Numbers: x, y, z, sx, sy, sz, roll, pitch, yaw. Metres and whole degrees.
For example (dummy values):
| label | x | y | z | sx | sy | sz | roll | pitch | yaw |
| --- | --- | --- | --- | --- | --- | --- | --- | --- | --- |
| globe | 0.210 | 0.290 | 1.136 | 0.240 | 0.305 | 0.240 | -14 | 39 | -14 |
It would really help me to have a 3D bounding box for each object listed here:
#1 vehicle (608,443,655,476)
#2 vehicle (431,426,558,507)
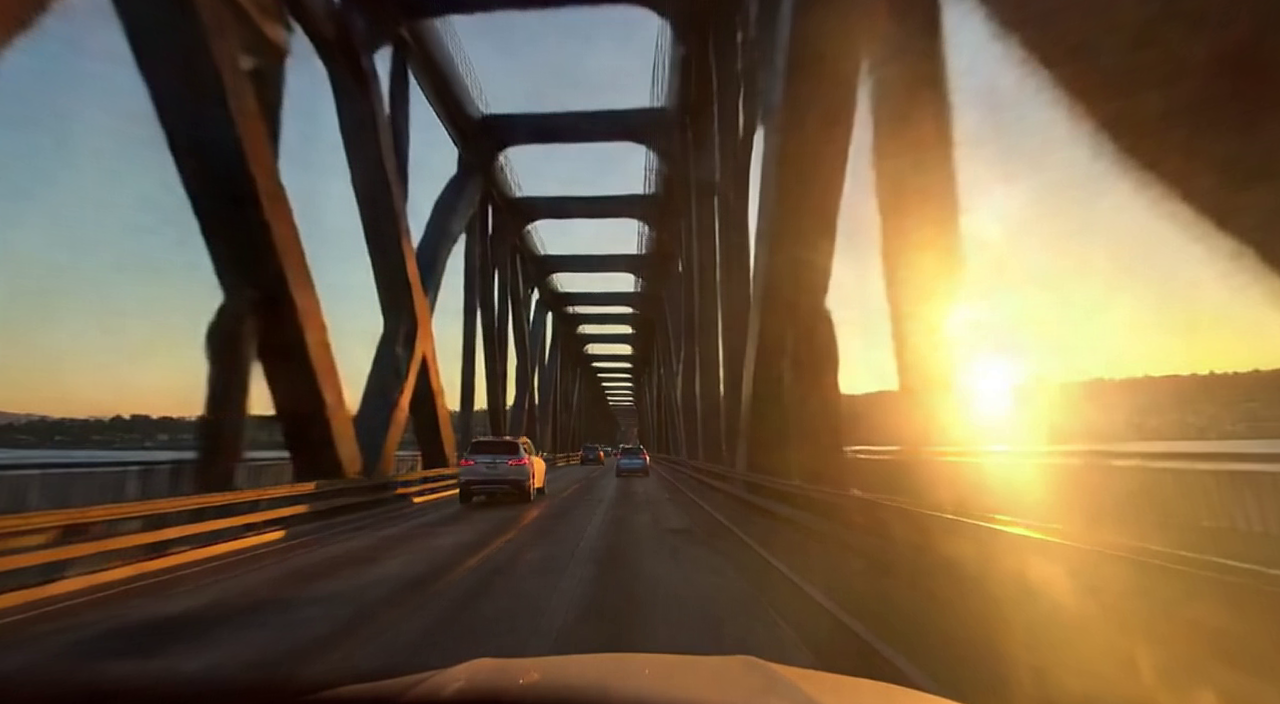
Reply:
| label | x | y | z | sx | sy | sz | roll | pitch | yaw |
| --- | --- | --- | --- | --- | --- | --- | --- | --- | --- |
| vehicle | -0.400 | 5.064 | 29.973 | 2.048 | 1.450 | 3.973 | 0 | -9 | -1 |
| vehicle | -3.636 | 2.981 | 16.860 | 2.190 | 1.807 | 4.741 | -1 | -9 | 1 |
